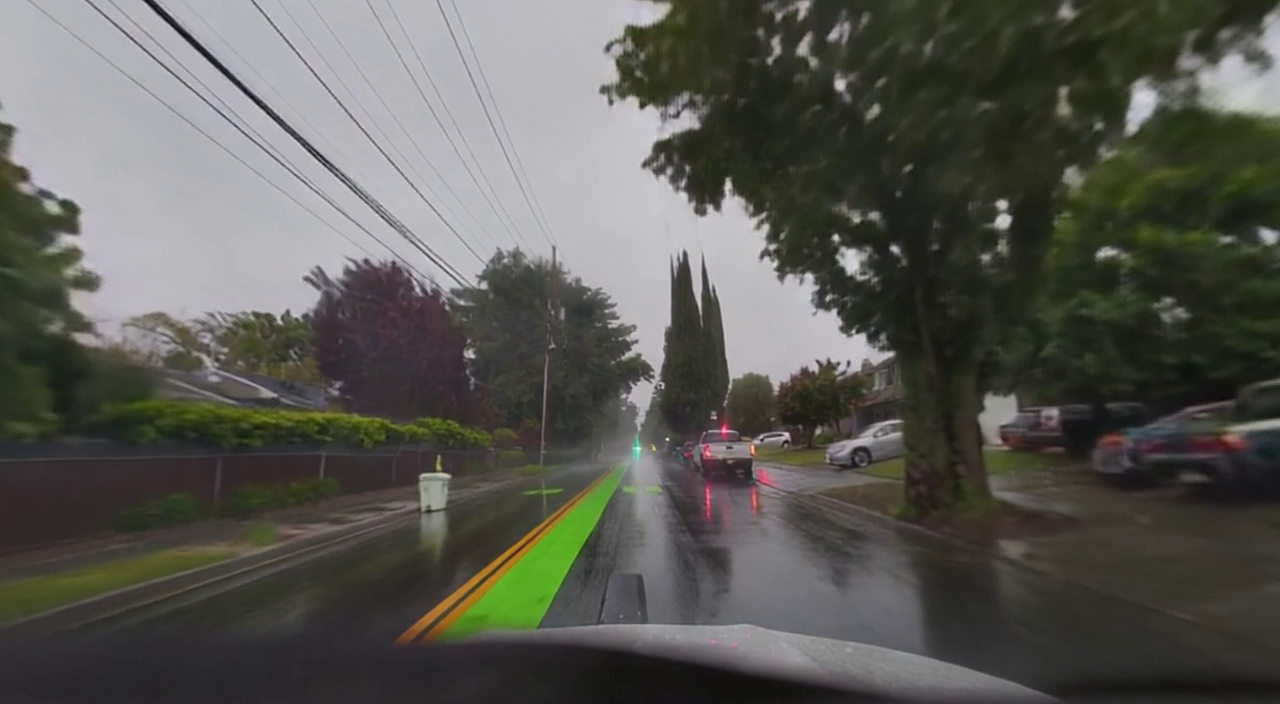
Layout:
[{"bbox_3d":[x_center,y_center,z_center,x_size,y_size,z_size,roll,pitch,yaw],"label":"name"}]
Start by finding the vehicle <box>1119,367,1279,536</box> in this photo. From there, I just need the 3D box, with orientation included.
[{"bbox_3d":[9.447,0.991,8.139,4.922,1.846,1.941,-6,-8,-5],"label":"vehicle"}]

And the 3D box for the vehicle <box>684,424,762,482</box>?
[{"bbox_3d":[3.144,4.021,25.357,2.347,2.070,5.735,0,-9,0],"label":"vehicle"}]

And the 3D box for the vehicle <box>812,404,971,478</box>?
[{"bbox_3d":[8.585,3.081,21.893,4.418,1.648,2.017,-10,-8,-1],"label":"vehicle"}]

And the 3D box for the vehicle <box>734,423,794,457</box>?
[{"bbox_3d":[9.690,6.909,49.544,4.008,1.765,1.880,-12,-8,-1],"label":"vehicle"}]
